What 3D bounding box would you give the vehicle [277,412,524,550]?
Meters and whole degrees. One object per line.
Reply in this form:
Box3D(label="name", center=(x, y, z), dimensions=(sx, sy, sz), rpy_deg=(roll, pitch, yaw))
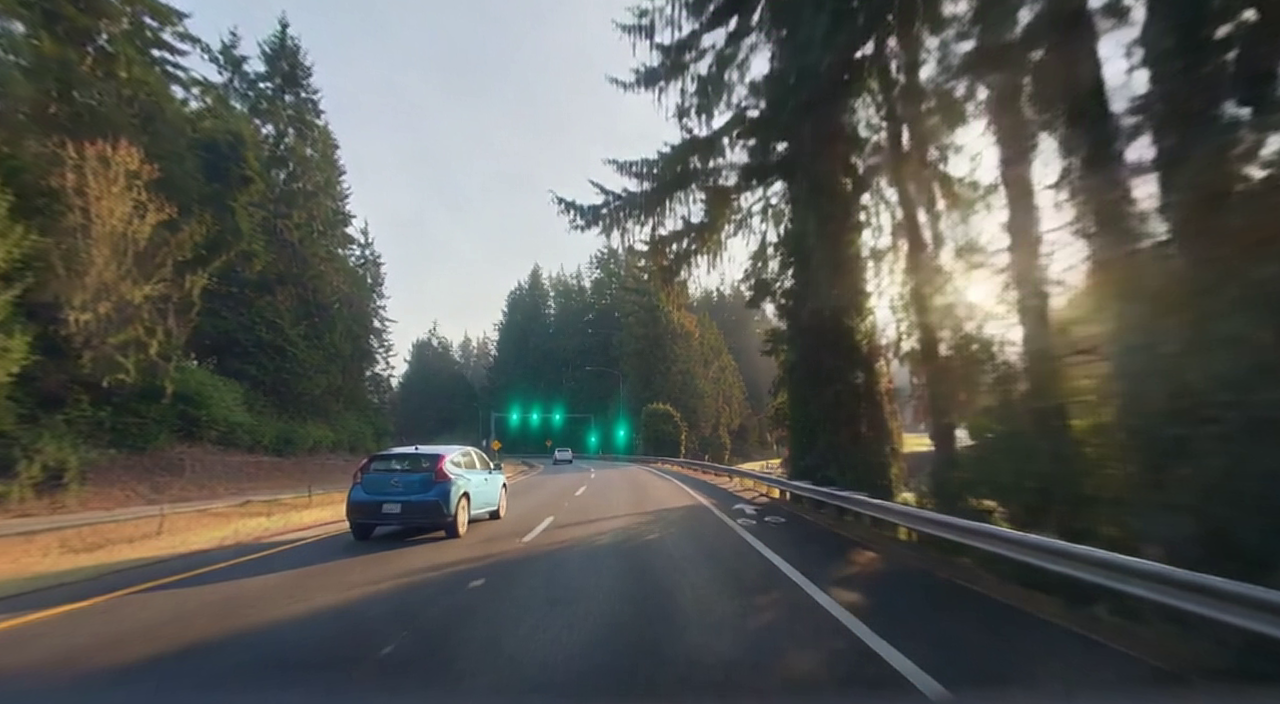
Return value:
Box3D(label="vehicle", center=(-3.730, 2.136, 11.162), dimensions=(2.336, 1.857, 4.986), rpy_deg=(-1, -8, 1))
